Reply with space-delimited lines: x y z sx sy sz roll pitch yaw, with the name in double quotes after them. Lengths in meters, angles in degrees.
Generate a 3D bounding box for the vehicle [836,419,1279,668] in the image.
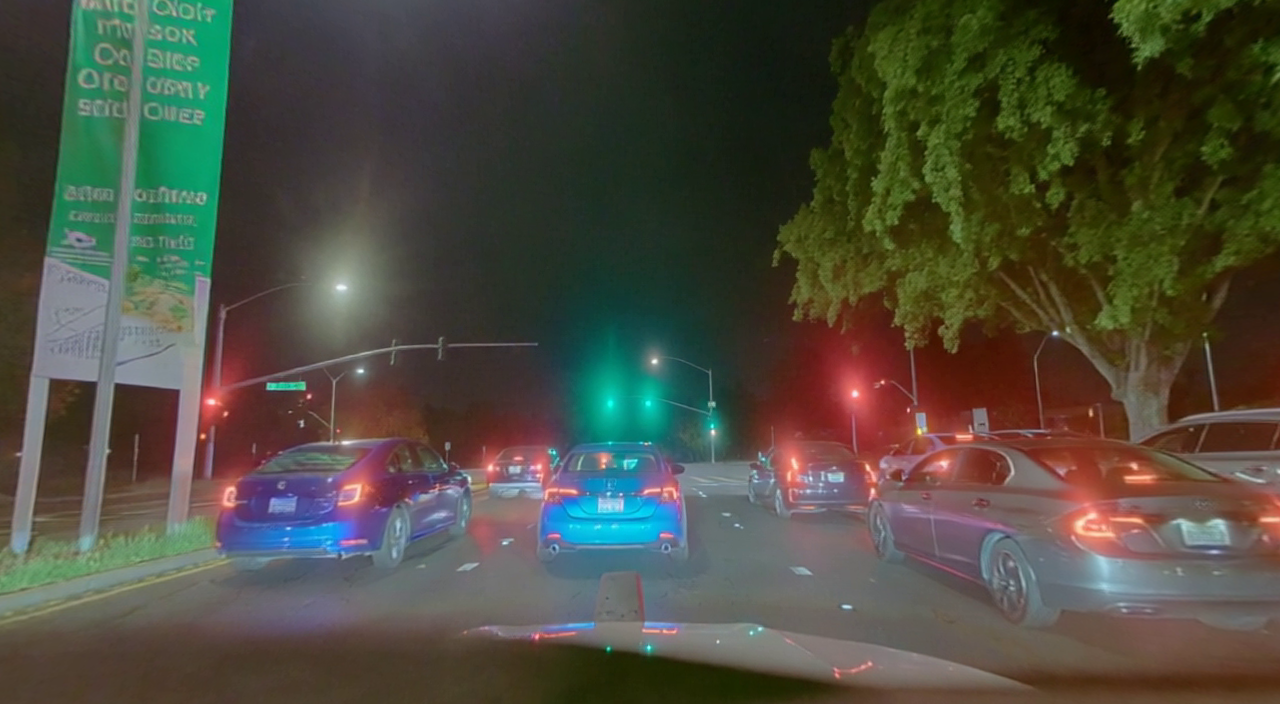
3.596 1.480 6.073 1.953 1.471 4.470 0 -9 0 "vehicle"

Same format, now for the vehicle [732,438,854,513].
3.406 2.819 14.873 1.852 1.498 3.825 0 -9 -1 "vehicle"

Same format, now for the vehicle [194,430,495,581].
-3.370 1.812 8.291 1.929 1.457 4.136 0 -9 0 "vehicle"

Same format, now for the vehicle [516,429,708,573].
-0.314 1.826 8.456 1.994 1.479 3.647 0 -9 -1 "vehicle"
